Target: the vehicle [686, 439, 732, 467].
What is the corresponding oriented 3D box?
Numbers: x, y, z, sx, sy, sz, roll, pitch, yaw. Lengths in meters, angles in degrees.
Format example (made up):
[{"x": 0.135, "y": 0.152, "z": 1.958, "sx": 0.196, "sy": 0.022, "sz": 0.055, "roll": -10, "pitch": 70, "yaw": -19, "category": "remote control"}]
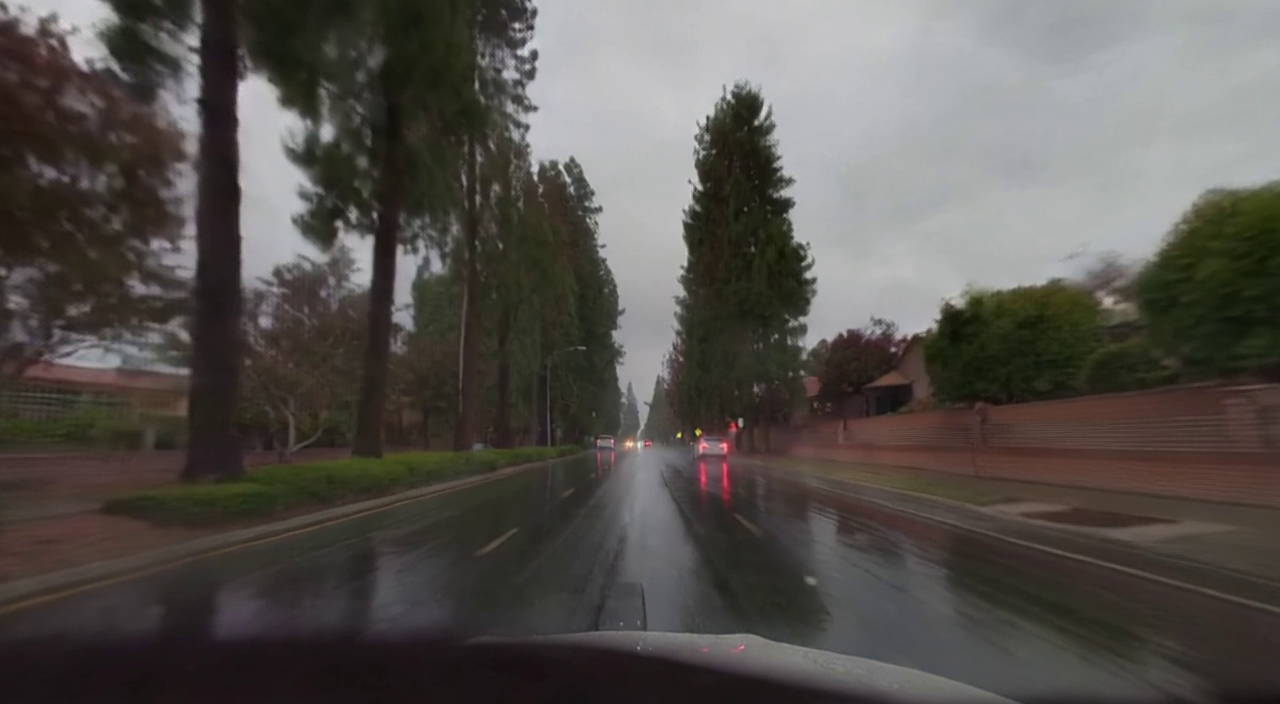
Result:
[{"x": 4.127, "y": 6.151, "z": 38.679, "sx": 2.237, "sy": 1.578, "sz": 4.621, "roll": 0, "pitch": -8, "yaw": -1, "category": "vehicle"}]
